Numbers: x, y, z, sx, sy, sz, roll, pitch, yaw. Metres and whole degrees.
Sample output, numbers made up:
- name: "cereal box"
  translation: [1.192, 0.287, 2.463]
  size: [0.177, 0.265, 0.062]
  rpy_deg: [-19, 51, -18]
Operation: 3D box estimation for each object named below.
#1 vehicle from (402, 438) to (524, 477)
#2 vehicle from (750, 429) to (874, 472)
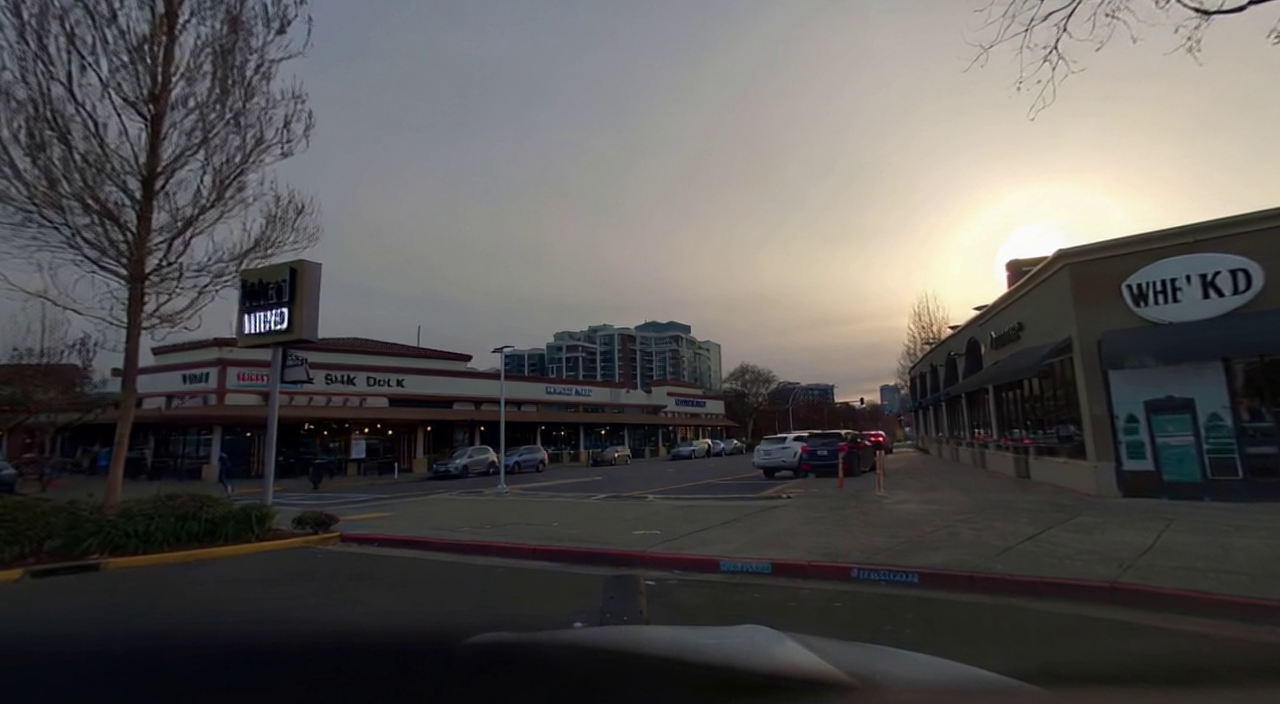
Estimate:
- name: "vehicle"
  translation: [-7.748, 4.617, 27.765]
  size: [4.814, 1.618, 1.869]
  rpy_deg: [-2, -9, 11]
- name: "vehicle"
  translation: [7.302, 4.175, 26.836]
  size: [4.706, 1.663, 1.993]
  rpy_deg: [-4, -9, 26]
